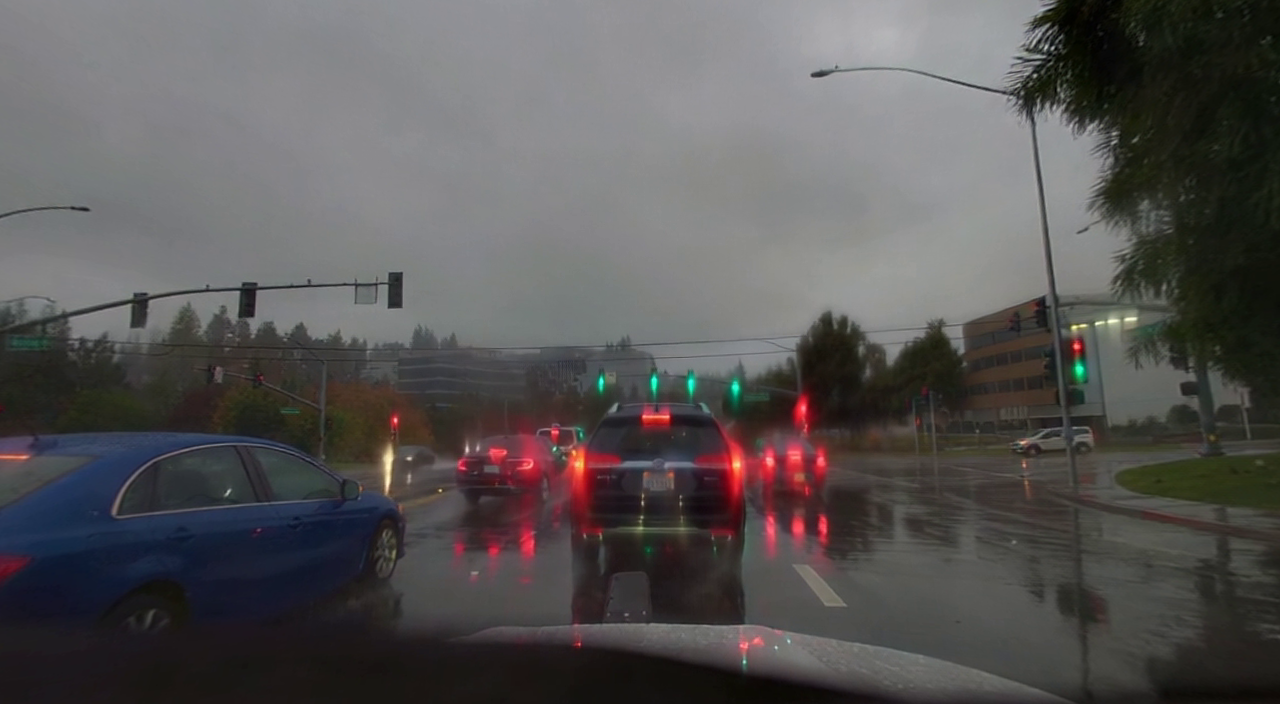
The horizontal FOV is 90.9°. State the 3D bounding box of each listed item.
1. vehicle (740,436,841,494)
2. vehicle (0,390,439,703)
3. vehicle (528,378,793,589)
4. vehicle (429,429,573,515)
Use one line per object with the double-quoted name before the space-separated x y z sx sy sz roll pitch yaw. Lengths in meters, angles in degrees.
"vehicle" 4.143 3.152 17.995 1.979 1.453 4.011 0 -8 1
"vehicle" -3.224 1.207 4.451 1.958 1.494 4.624 0 -8 2
"vehicle" 0.212 1.452 7.736 2.300 1.832 4.331 0 -8 1
"vehicle" -2.687 2.420 13.247 1.851 1.502 4.042 0 -8 4
